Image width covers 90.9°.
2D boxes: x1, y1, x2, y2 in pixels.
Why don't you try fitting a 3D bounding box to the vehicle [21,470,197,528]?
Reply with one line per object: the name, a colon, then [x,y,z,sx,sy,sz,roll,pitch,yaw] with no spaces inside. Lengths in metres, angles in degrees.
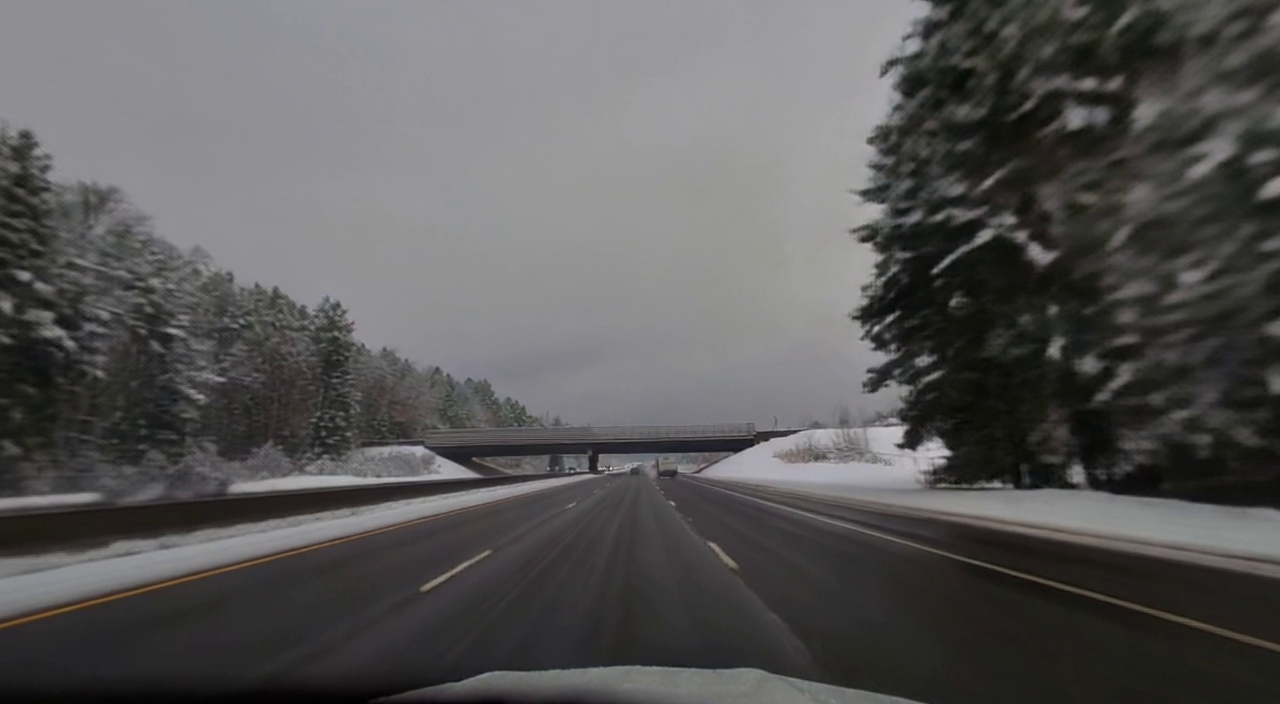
vehicle: [-16.179,4.464,19.544,1.830,1.526,4.105,1,-11,0]
